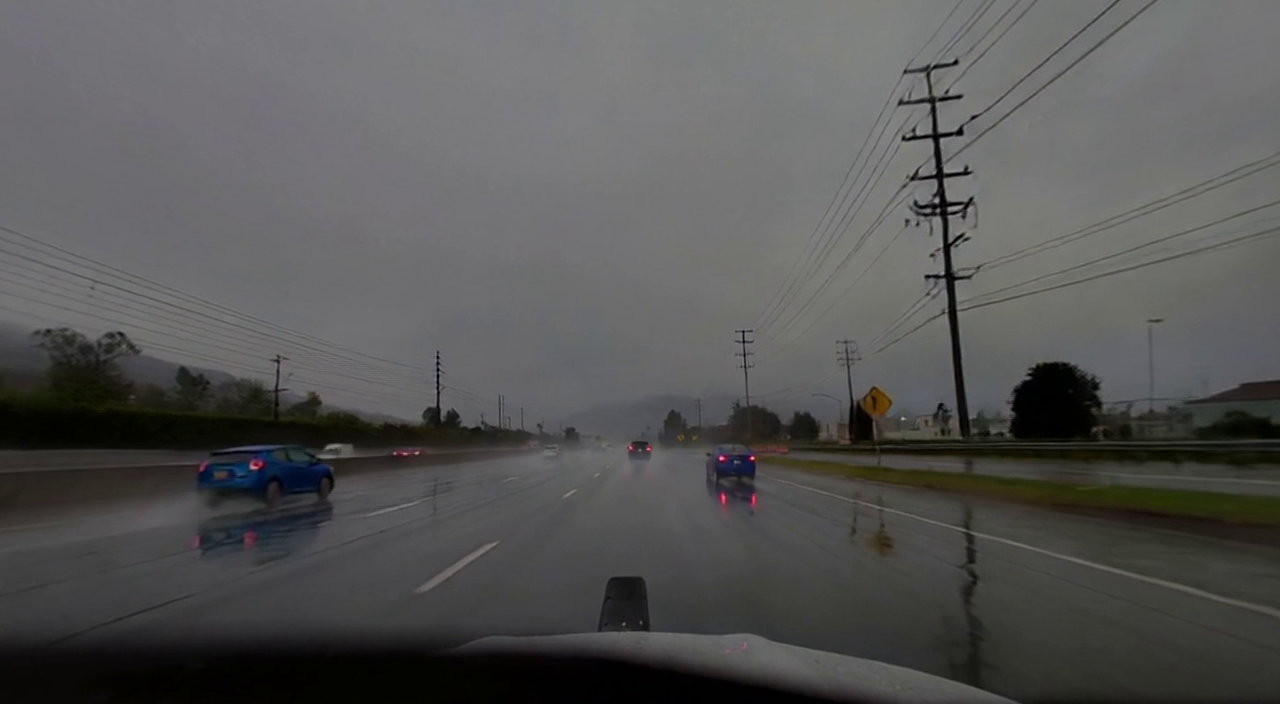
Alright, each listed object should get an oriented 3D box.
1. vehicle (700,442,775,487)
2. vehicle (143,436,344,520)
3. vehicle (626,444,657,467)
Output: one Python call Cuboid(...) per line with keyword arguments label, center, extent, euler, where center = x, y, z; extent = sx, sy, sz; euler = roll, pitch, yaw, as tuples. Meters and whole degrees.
Cuboid(label="vehicle", center=(3.572, 4.204, 23.934), extent=(2.060, 1.526, 4.387), euler=(0, -8, -1))
Cuboid(label="vehicle", center=(-10.403, 3.304, 17.195), extent=(2.241, 1.810, 4.966), euler=(-3, -8, 1))
Cuboid(label="vehicle", center=(0.098, 7.159, 43.739), extent=(2.036, 1.474, 3.969), euler=(0, -8, 0))
